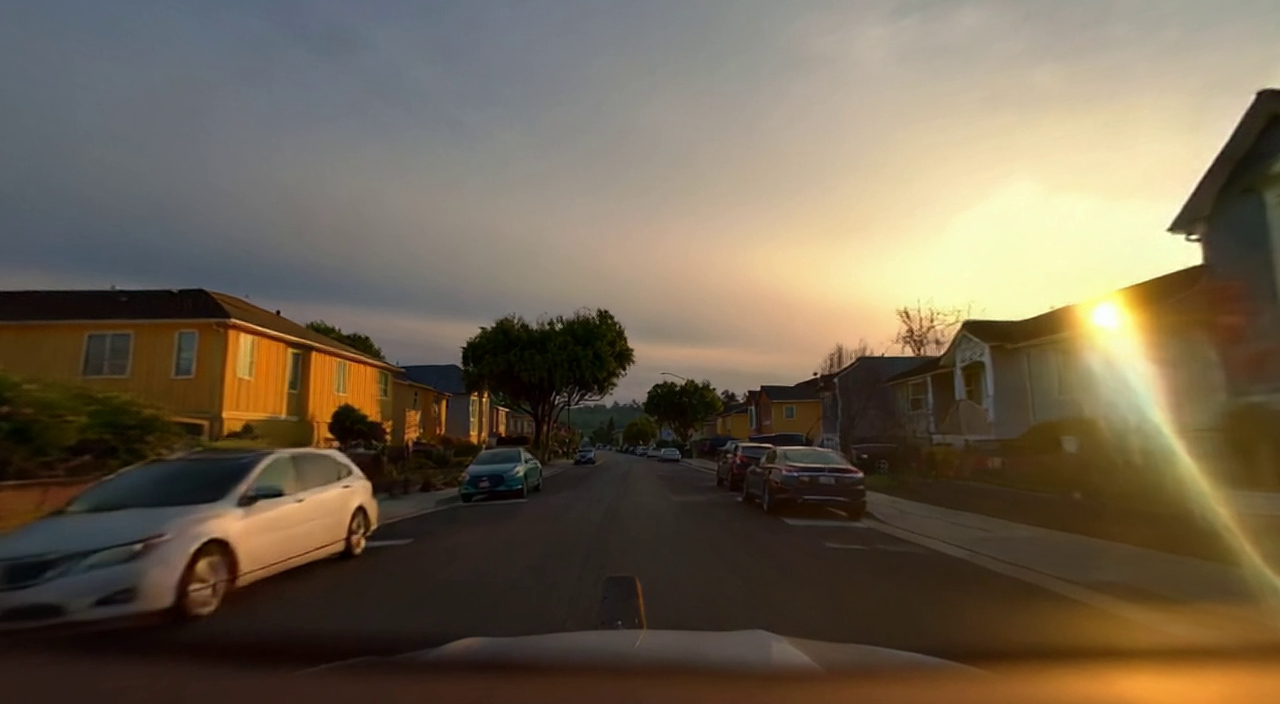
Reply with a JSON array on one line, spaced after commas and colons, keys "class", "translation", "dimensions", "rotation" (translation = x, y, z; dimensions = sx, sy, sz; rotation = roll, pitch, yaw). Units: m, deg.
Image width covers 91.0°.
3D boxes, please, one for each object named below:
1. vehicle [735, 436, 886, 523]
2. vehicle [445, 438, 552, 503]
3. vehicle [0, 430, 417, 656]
[{"class": "vehicle", "translation": [3.295, 2.529, 13.174], "dimensions": [1.888, 1.484, 4.476], "rotation": [0, -8, 0]}, {"class": "vehicle", "translation": [-3.959, 3.377, 18.503], "dimensions": [2.089, 1.508, 4.537], "rotation": [2, -7, 0]}, {"class": "vehicle", "translation": [-4.333, 1.644, 6.859], "dimensions": [2.020, 1.470, 5.300], "rotation": [0, -8, -2]}]
